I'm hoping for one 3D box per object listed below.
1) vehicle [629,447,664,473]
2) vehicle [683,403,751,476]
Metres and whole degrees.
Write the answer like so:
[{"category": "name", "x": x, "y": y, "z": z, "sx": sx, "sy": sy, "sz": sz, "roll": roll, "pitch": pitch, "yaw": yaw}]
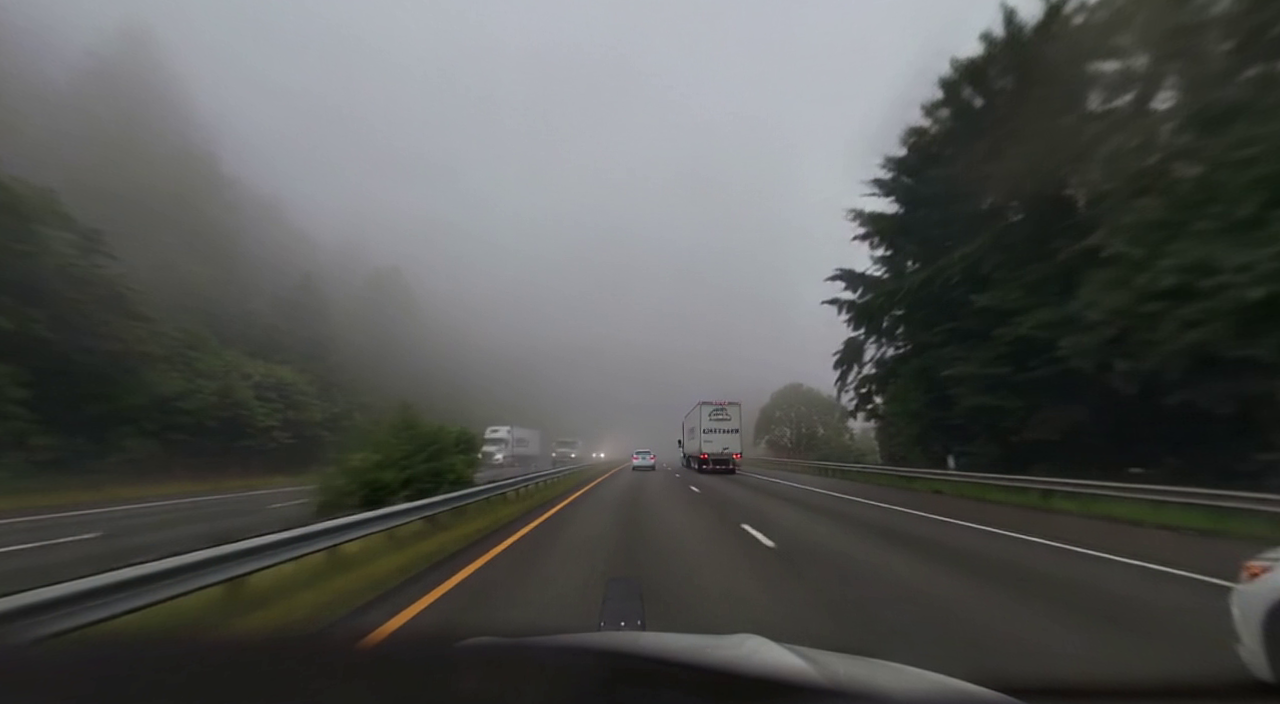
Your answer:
[{"category": "vehicle", "x": 0.400, "y": 6.569, "z": 38.553, "sx": 2.074, "sy": 1.475, "sz": 3.960, "roll": 0, "pitch": -9, "yaw": 1}, {"category": "vehicle", "x": 4.821, "y": 6.010, "z": 42.653, "sx": 2.909, "sy": 4.074, "sz": 14.457, "roll": 0, "pitch": -9, "yaw": 0}]
